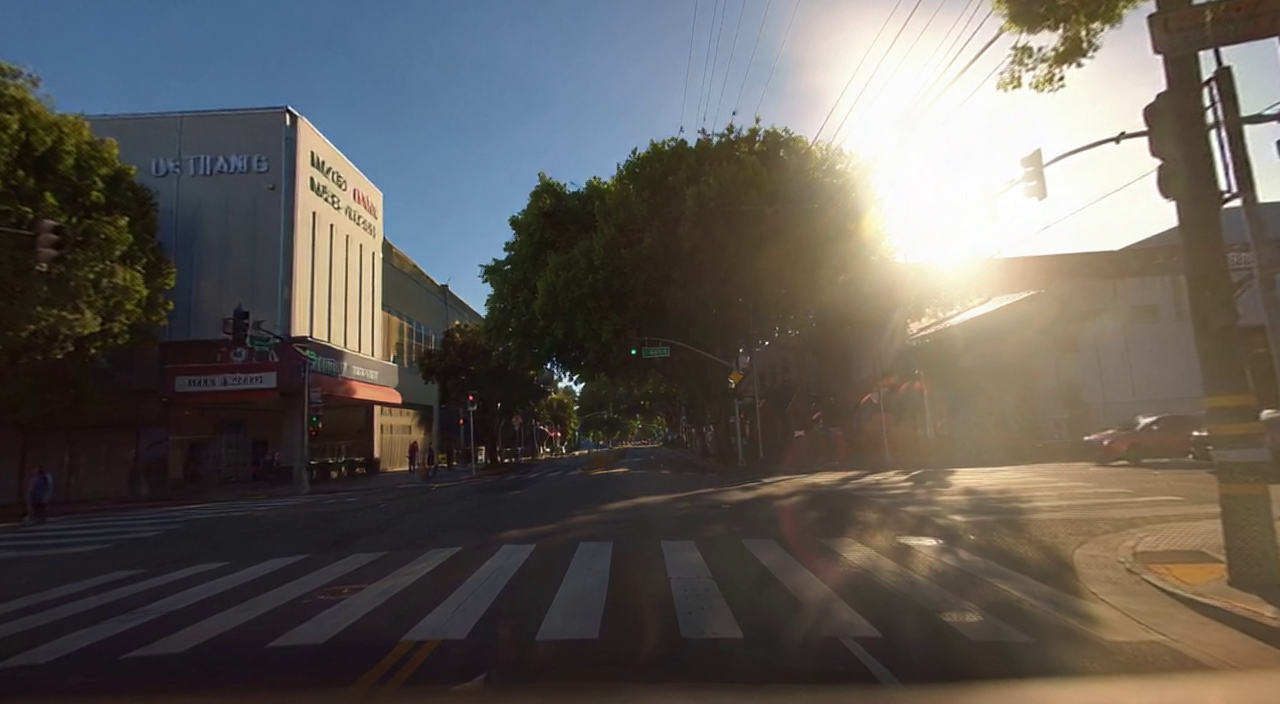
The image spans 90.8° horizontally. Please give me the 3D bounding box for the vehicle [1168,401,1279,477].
[{"bbox_3d":[14.438,1.855,13.450,4.632,1.484,1.907,0,-8,-1],"label":"vehicle"}]
